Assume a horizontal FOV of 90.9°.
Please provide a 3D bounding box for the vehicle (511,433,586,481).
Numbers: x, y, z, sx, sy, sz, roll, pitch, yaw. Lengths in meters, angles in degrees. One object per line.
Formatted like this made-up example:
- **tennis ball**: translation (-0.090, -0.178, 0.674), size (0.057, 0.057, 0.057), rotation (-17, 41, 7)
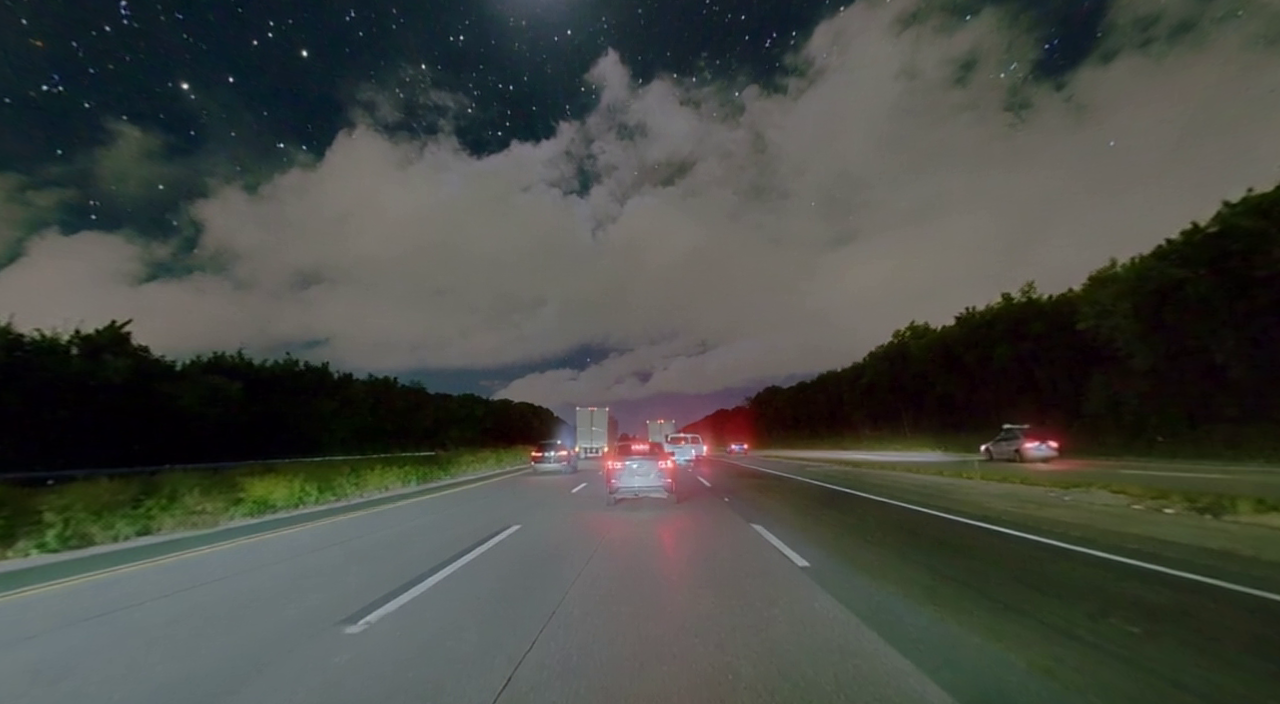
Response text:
- **vehicle**: translation (-3.483, 4.130, 24.947), size (2.177, 1.699, 4.431), rotation (0, -9, 2)

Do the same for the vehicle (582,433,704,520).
- **vehicle**: translation (0.033, 2.431, 12.694), size (2.057, 1.449, 3.931), rotation (0, -9, -1)
